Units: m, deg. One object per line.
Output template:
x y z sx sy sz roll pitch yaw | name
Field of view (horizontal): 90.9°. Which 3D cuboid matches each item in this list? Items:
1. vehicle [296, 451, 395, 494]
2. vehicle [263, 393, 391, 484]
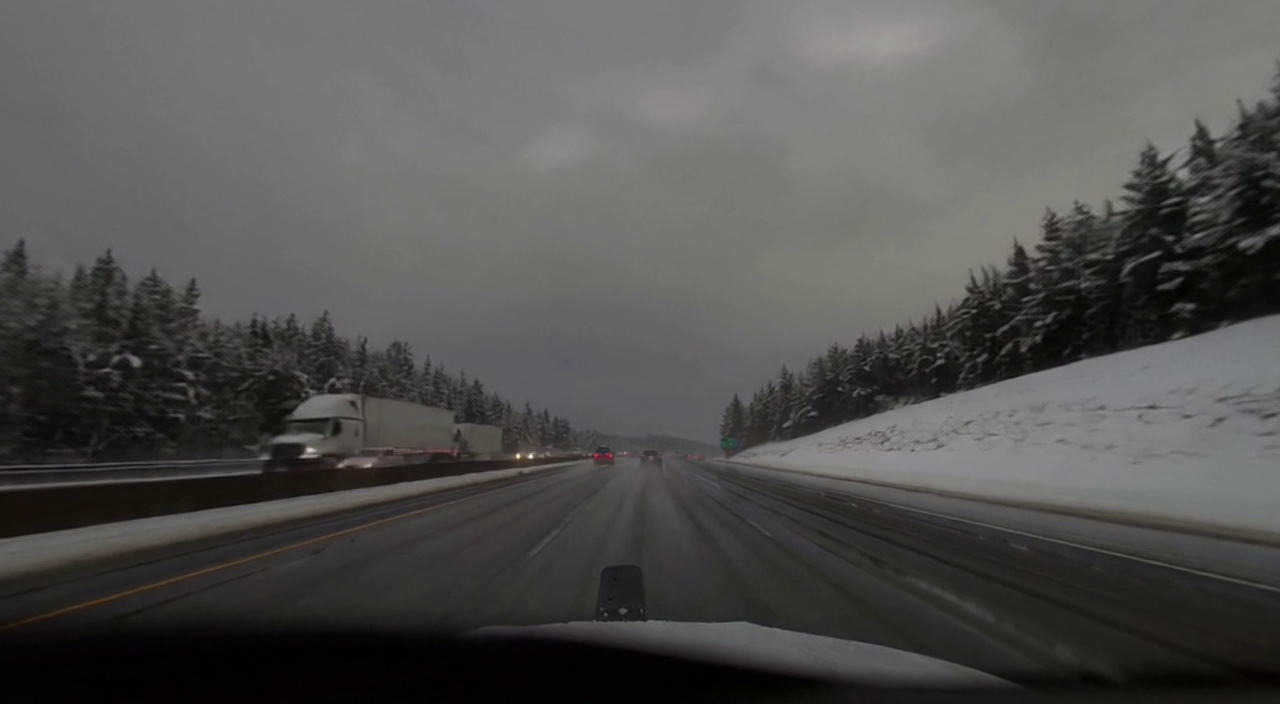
-10.665 4.371 23.131 1.781 1.437 3.666 0 -9 1 | vehicle
-15.149 4.317 31.153 3.014 4.037 5.894 0 -9 1 | vehicle
